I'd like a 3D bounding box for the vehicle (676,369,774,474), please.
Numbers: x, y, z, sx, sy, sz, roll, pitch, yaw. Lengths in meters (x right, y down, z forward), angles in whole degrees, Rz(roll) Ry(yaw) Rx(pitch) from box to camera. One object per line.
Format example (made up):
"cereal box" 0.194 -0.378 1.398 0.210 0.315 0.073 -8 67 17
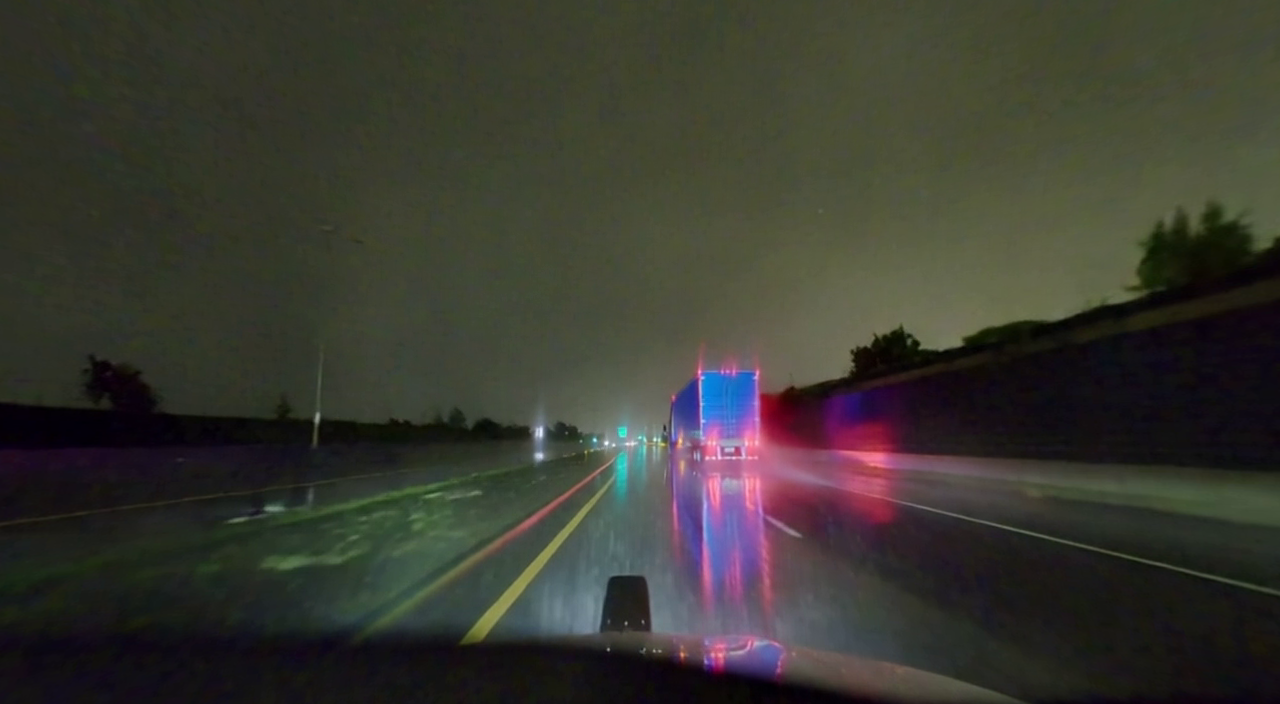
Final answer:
"vehicle" 4.068 3.981 34.295 3.615 4.578 13.539 0 -8 1
